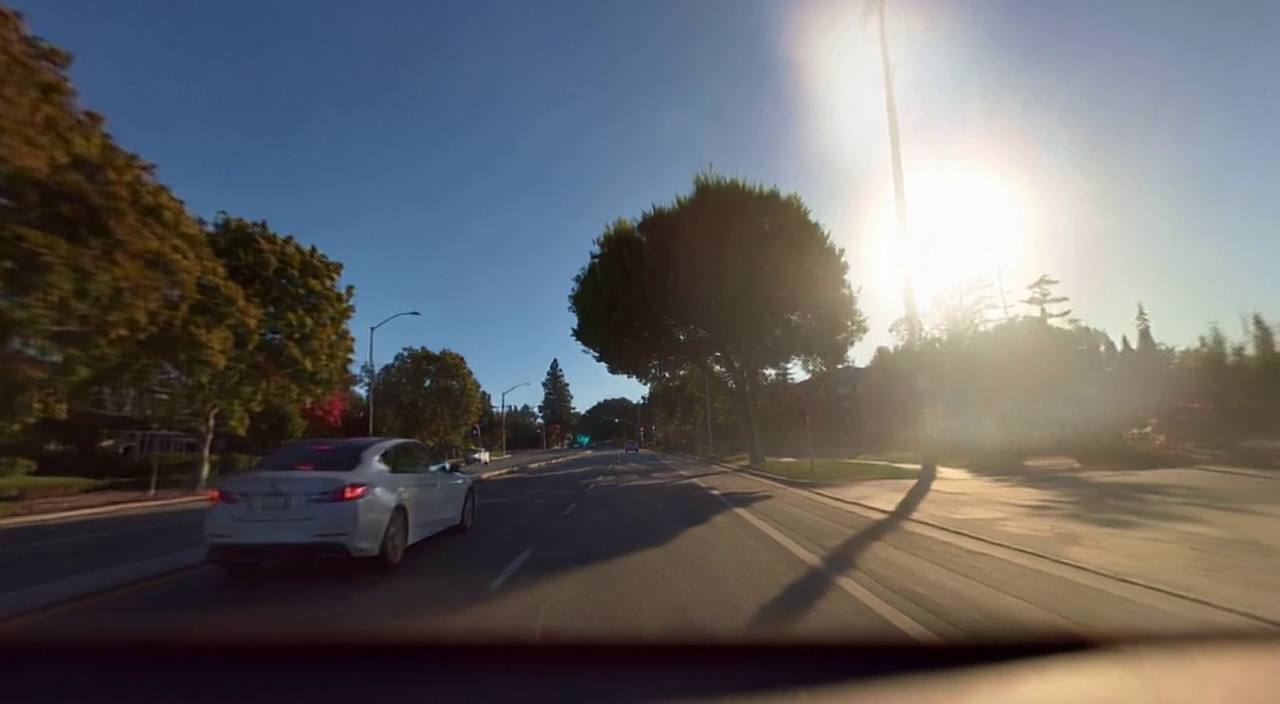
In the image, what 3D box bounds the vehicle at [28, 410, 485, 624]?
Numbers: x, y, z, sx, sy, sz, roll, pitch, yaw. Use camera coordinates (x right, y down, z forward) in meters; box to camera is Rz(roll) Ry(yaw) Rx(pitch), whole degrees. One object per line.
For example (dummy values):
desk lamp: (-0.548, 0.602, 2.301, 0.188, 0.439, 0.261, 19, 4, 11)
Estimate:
vehicle: (-3.233, 1.478, 6.634, 2.113, 1.493, 4.222, 0, -8, 0)
